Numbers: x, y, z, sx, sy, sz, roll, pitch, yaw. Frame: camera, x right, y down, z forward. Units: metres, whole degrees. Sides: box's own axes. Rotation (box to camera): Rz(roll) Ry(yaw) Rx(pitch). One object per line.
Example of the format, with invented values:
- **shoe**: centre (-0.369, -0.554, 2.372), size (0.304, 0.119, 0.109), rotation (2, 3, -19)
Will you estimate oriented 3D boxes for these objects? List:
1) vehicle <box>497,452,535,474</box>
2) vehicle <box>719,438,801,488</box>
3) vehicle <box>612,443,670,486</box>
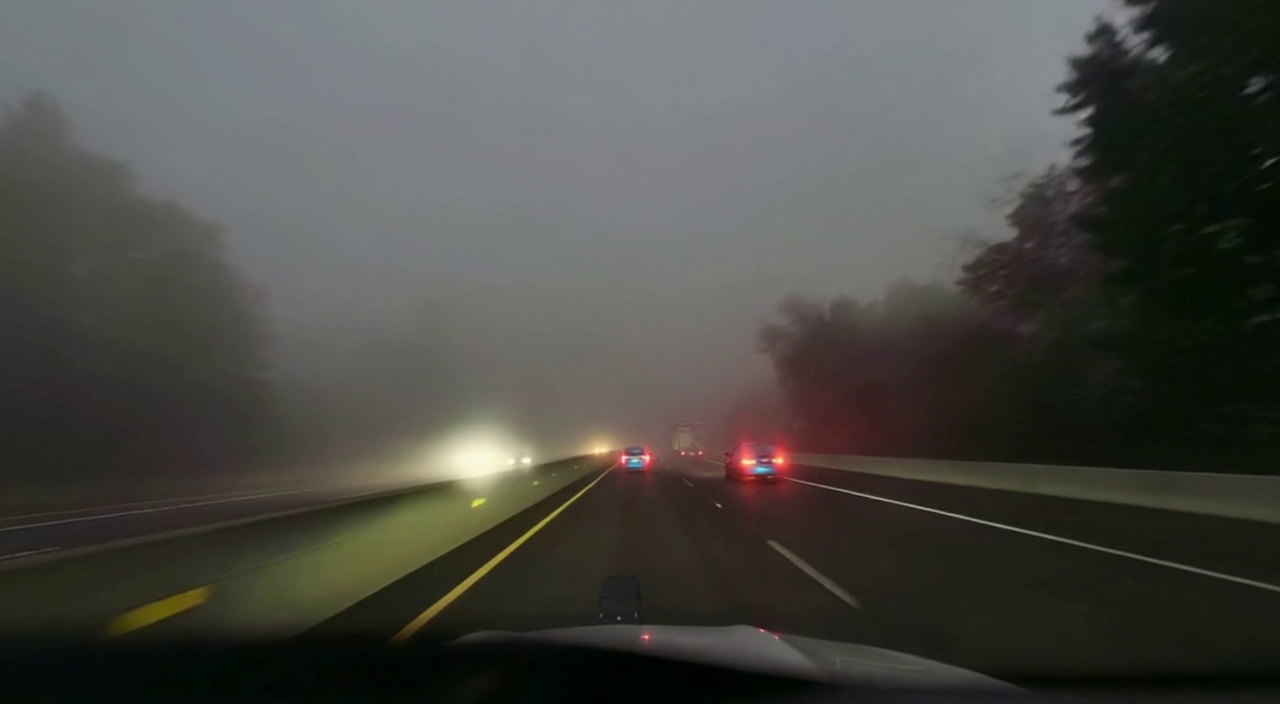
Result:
- **vehicle**: centre (-9.338, 8.364, 47.430), size (1.912, 1.503, 4.270), rotation (-1, -9, 1)
- **vehicle**: centre (4.032, 3.794, 21.780), size (1.953, 1.540, 4.101), rotation (-1, -9, -1)
- **vehicle**: centre (0.026, 4.323, 24.435), size (2.066, 1.490, 3.759), rotation (-1, -9, 0)
